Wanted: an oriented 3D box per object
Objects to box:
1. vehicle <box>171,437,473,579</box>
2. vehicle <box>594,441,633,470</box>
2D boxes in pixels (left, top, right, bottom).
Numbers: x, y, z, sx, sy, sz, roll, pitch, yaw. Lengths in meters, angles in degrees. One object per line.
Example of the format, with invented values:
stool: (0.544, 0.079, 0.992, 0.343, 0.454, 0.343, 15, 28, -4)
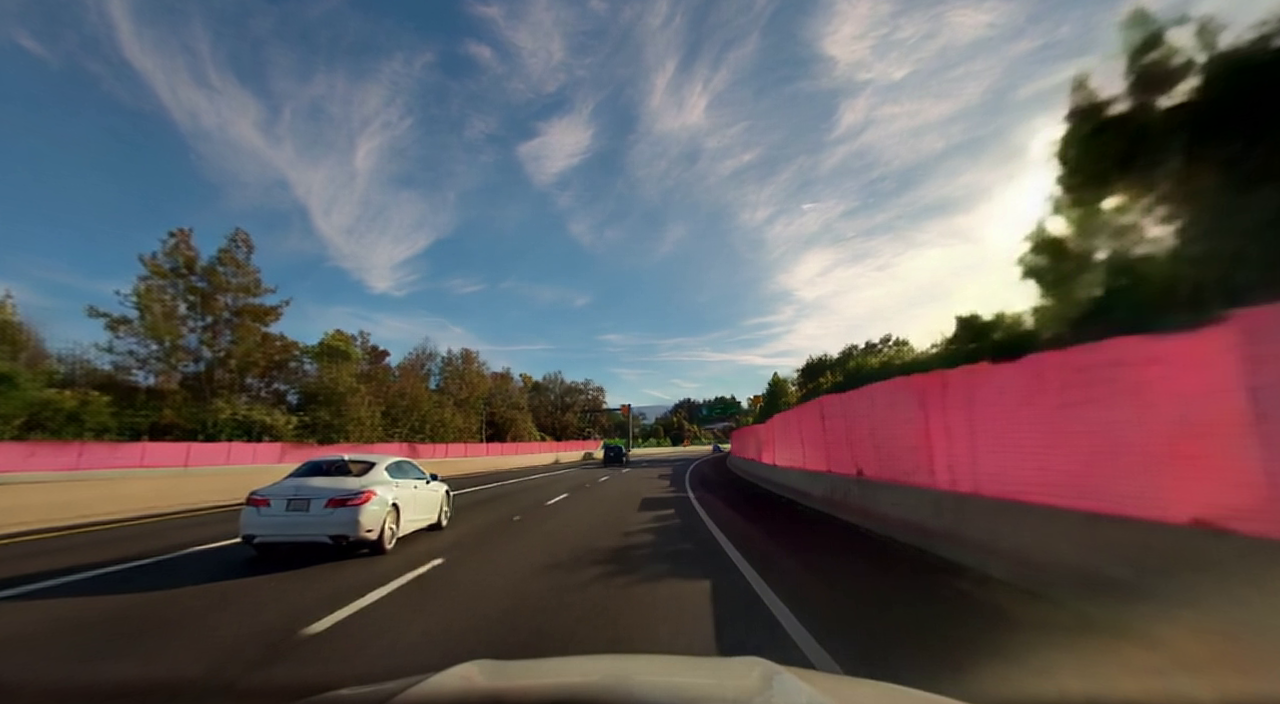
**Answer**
vehicle: (-3.801, 1.924, 8.595, 1.746, 1.405, 4.339, -1, -9, 2)
vehicle: (-1.597, 6.378, 38.927, 1.833, 1.697, 3.984, -1, -9, 6)
